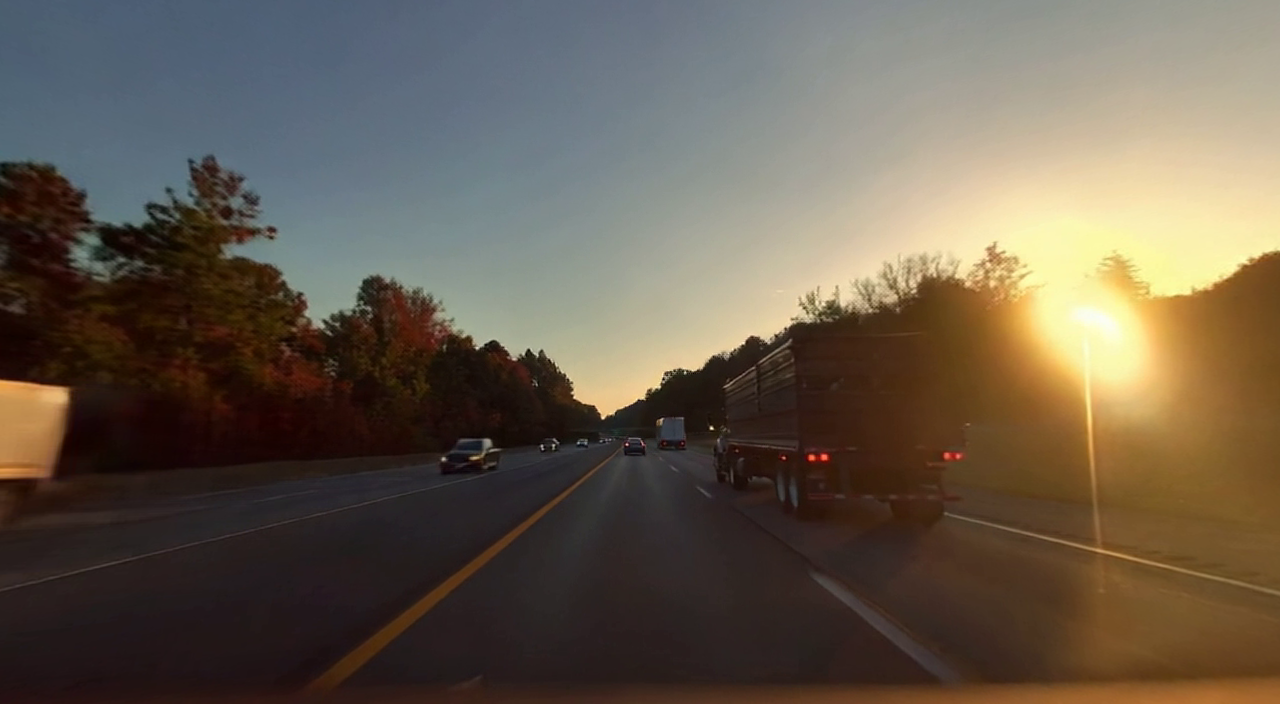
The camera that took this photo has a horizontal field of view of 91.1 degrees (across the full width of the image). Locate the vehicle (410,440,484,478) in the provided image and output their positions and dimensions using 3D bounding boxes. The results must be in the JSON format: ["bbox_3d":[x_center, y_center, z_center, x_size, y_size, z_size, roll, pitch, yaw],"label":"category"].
[{"bbox_3d":[-8.200,4.550,27.108,1.912,1.506,3.878,0,-8,0],"label":"vehicle"}]

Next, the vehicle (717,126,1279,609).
[{"bbox_3d":[3.904,0.960,12.090,2.919,4.004,13.911,0,-8,-1],"label":"vehicle"}]
